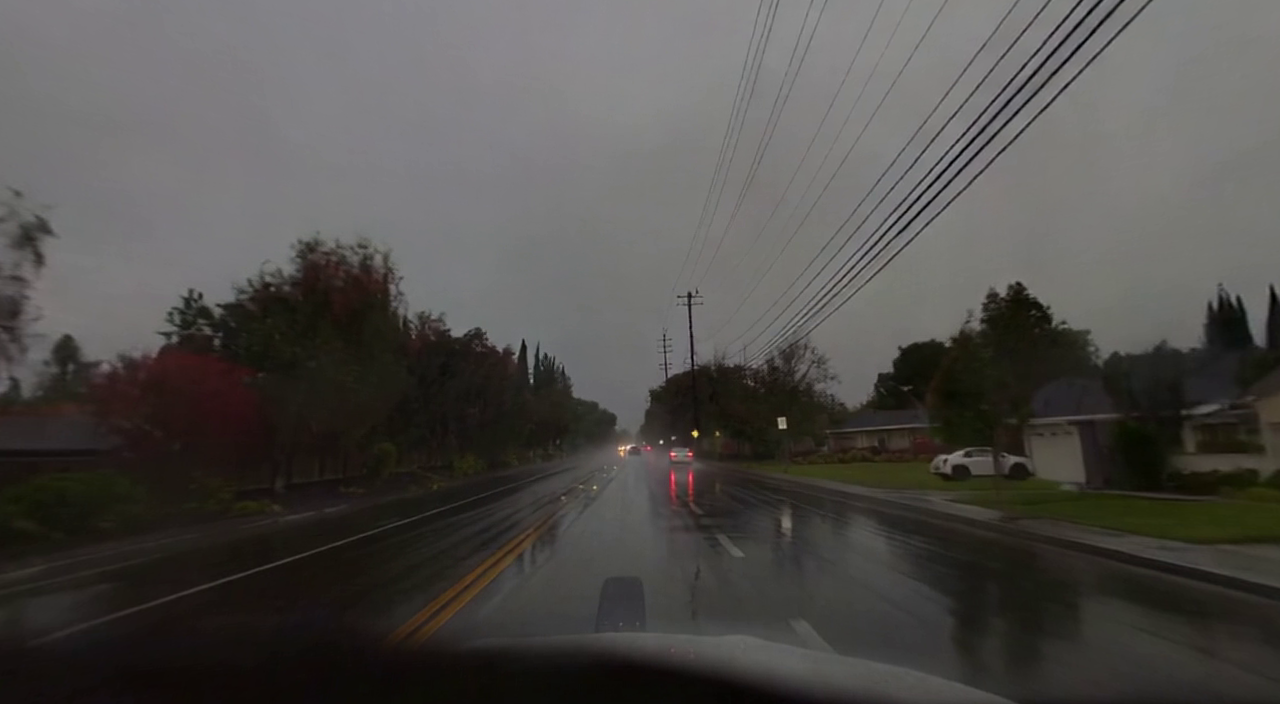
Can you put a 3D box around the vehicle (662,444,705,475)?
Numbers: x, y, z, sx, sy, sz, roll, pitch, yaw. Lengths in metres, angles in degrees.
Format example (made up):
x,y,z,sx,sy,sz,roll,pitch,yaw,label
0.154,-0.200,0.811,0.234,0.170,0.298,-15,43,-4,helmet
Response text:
x,y,z,sx,sy,sz,roll,pitch,yaw,label
2.228,5.613,33.082,1.975,1.497,3.647,0,-9,0,vehicle

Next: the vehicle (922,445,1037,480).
x,y,z,sx,sy,sz,roll,pitch,yaw,label
14.526,4.730,27.181,3.838,1.405,1.992,1,-9,-6,vehicle
